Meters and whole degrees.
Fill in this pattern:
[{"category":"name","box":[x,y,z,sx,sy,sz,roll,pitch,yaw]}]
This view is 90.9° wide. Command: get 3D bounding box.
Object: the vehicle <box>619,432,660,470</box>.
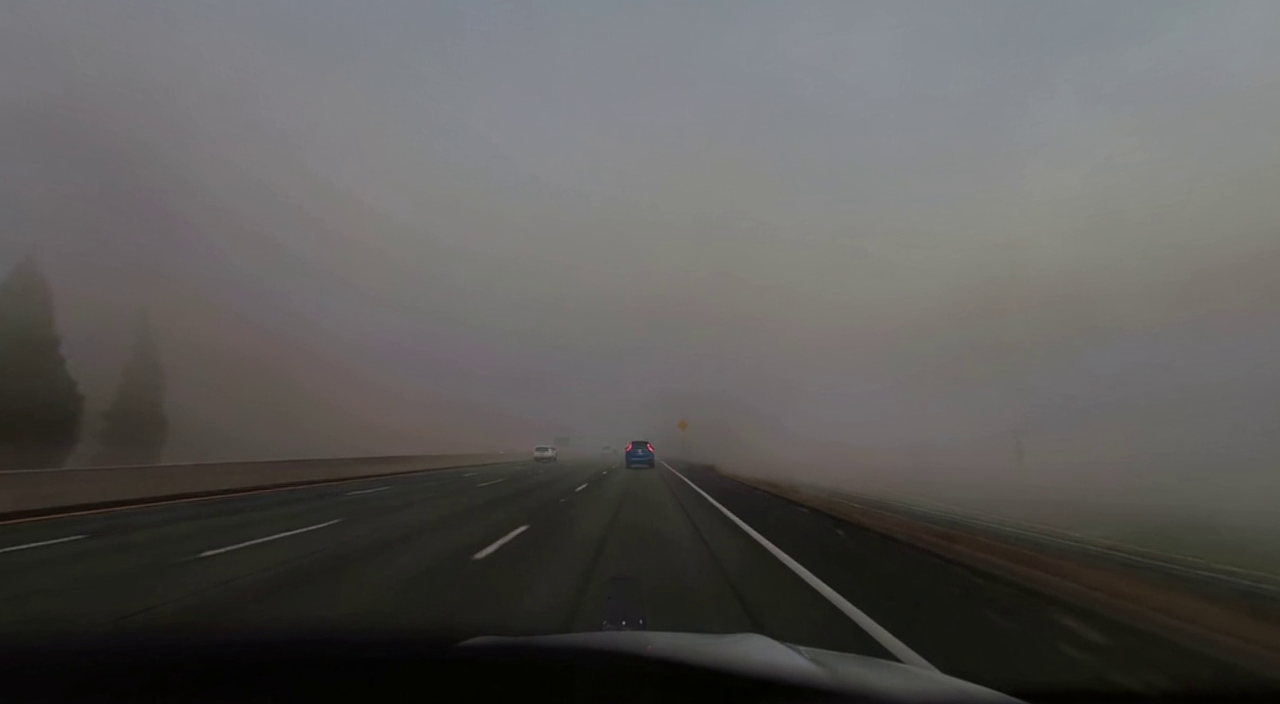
[{"category":"vehicle","box":[-0.014,5.931,37.916,2.318,2.145,4.561,0,-8,0]}]
